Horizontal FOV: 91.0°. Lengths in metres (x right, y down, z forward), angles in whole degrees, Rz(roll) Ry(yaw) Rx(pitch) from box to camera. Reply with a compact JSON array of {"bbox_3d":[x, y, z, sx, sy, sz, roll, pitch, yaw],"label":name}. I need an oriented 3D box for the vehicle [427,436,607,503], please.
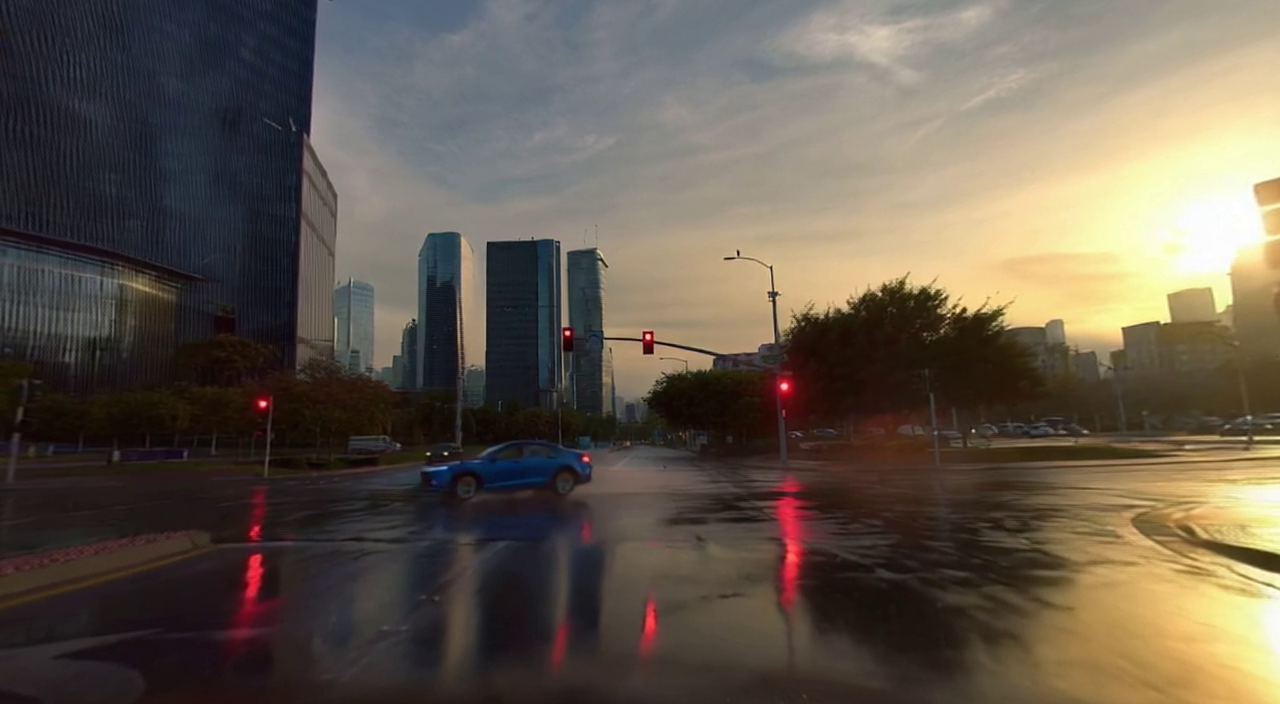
[{"bbox_3d":[-3.248,3.083,16.881,4.218,1.572,2.065,5,-10,-31],"label":"vehicle"}]
